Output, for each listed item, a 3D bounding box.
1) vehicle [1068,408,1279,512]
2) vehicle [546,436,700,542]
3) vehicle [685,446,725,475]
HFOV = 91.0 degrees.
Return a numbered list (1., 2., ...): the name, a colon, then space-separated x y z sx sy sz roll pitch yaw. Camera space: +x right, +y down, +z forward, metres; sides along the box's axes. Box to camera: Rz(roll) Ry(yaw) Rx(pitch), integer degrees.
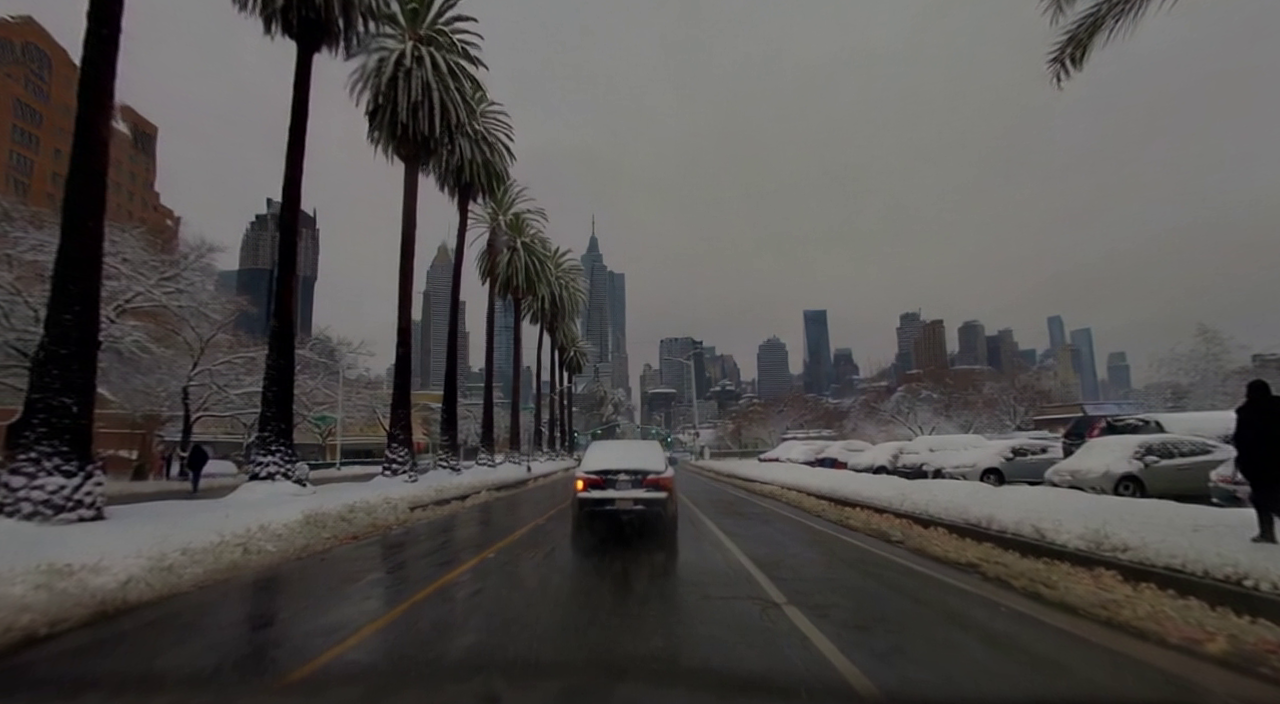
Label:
1. vehicle: 12.914 2.262 13.657 5.301 1.962 2.431 -3 -8 4
2. vehicle: -0.240 2.288 11.158 2.235 1.528 3.876 0 -9 0
3. vehicle: 4.317 7.270 42.452 2.136 1.774 4.778 0 -9 0
